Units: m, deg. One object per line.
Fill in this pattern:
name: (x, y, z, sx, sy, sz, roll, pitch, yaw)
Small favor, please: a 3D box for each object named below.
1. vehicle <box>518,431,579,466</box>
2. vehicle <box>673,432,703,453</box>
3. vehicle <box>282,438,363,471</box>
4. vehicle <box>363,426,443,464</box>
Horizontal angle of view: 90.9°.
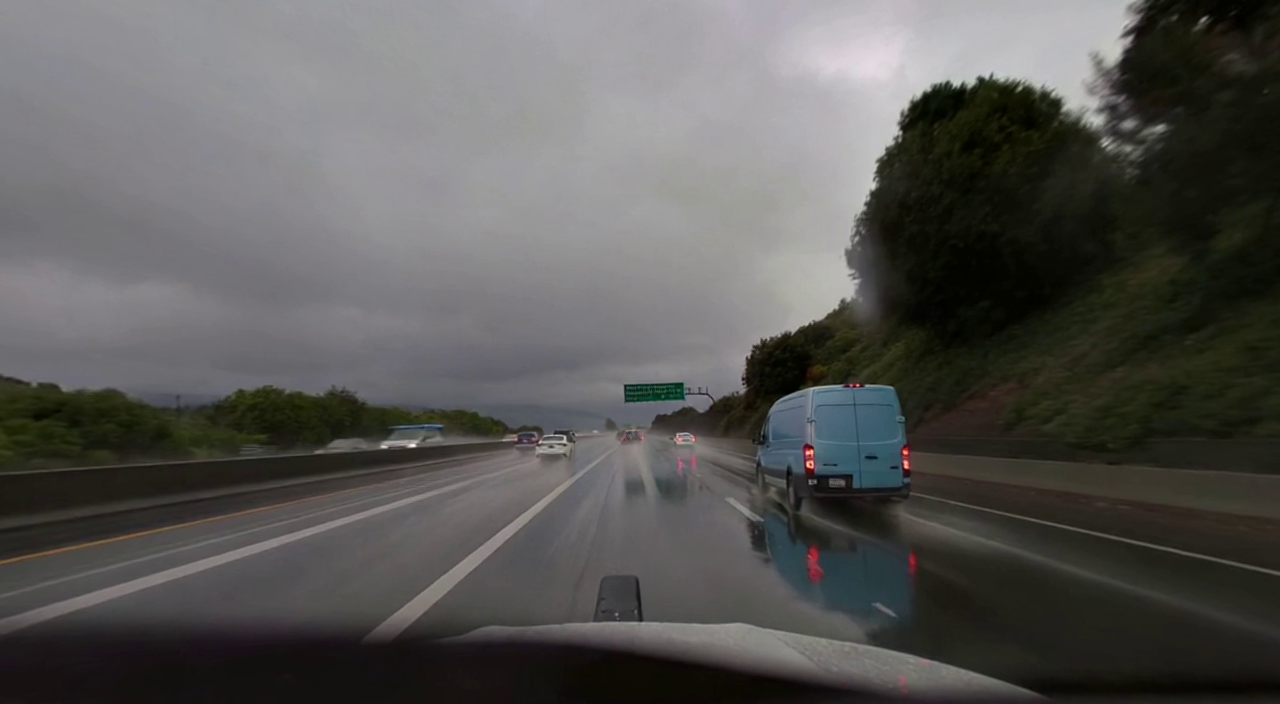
vehicle: (-4.100, 4.397, 29.014, 2.204, 1.486, 4.121, 0, -8, 0)
vehicle: (3.502, 6.663, 46.590, 1.806, 1.469, 3.681, 0, -8, -2)
vehicle: (-14.840, 4.766, 29.728, 1.842, 1.427, 3.837, 0, -8, -1)
vehicle: (-11.664, 4.598, 31.392, 2.084, 1.737, 4.812, 0, -8, 0)
